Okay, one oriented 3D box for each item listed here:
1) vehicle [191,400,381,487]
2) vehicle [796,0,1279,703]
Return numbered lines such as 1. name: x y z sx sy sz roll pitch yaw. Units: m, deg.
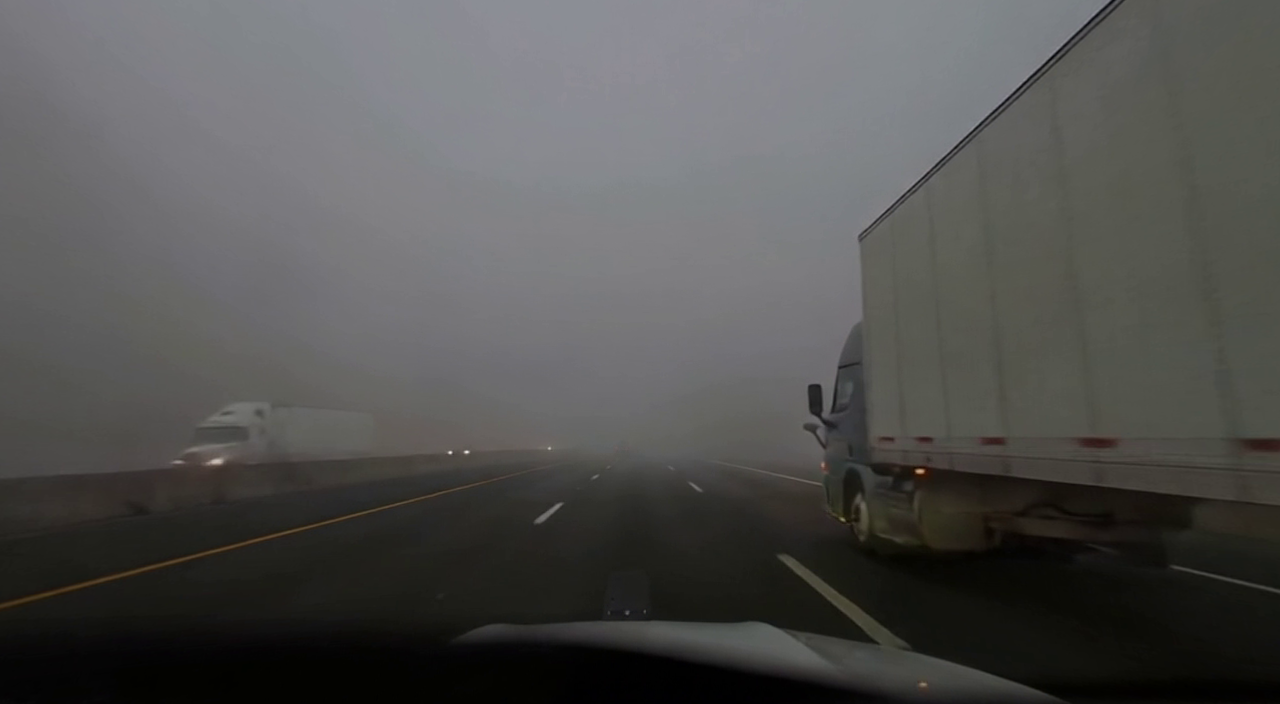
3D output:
1. vehicle: -19.628 5.338 36.773 2.919 4.097 14.005 0 -8 0
2. vehicle: 3.747 0.109 5.524 3.079 3.852 6.223 0 -8 0
